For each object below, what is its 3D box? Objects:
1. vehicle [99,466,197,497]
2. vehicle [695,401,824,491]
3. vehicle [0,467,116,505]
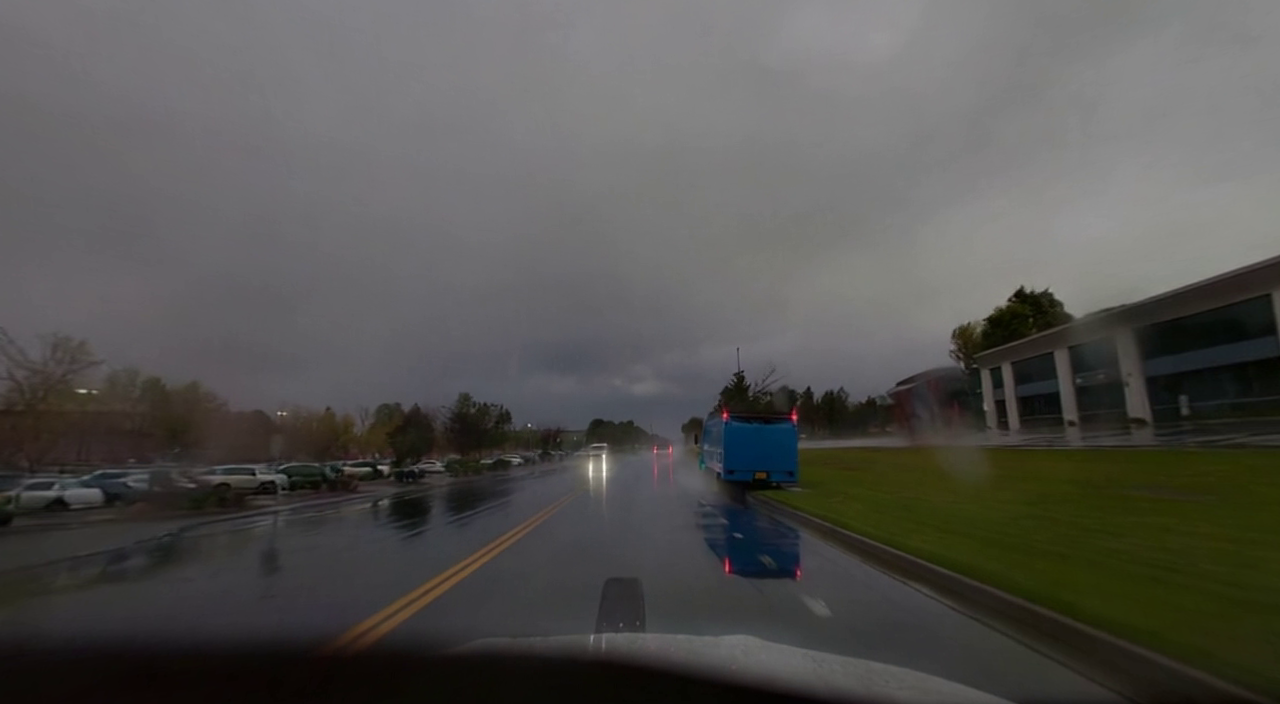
[{"bbox_3d":[-30.114,7.924,38.741,4.371,1.750,1.940,0,-9,1],"label":"vehicle"},{"bbox_3d":[4.545,3.965,26.818,3.282,3.067,10.181,0,-8,-1],"label":"vehicle"},{"bbox_3d":[-30.947,7.064,33.457,4.597,1.865,2.036,-1,-9,4],"label":"vehicle"}]
